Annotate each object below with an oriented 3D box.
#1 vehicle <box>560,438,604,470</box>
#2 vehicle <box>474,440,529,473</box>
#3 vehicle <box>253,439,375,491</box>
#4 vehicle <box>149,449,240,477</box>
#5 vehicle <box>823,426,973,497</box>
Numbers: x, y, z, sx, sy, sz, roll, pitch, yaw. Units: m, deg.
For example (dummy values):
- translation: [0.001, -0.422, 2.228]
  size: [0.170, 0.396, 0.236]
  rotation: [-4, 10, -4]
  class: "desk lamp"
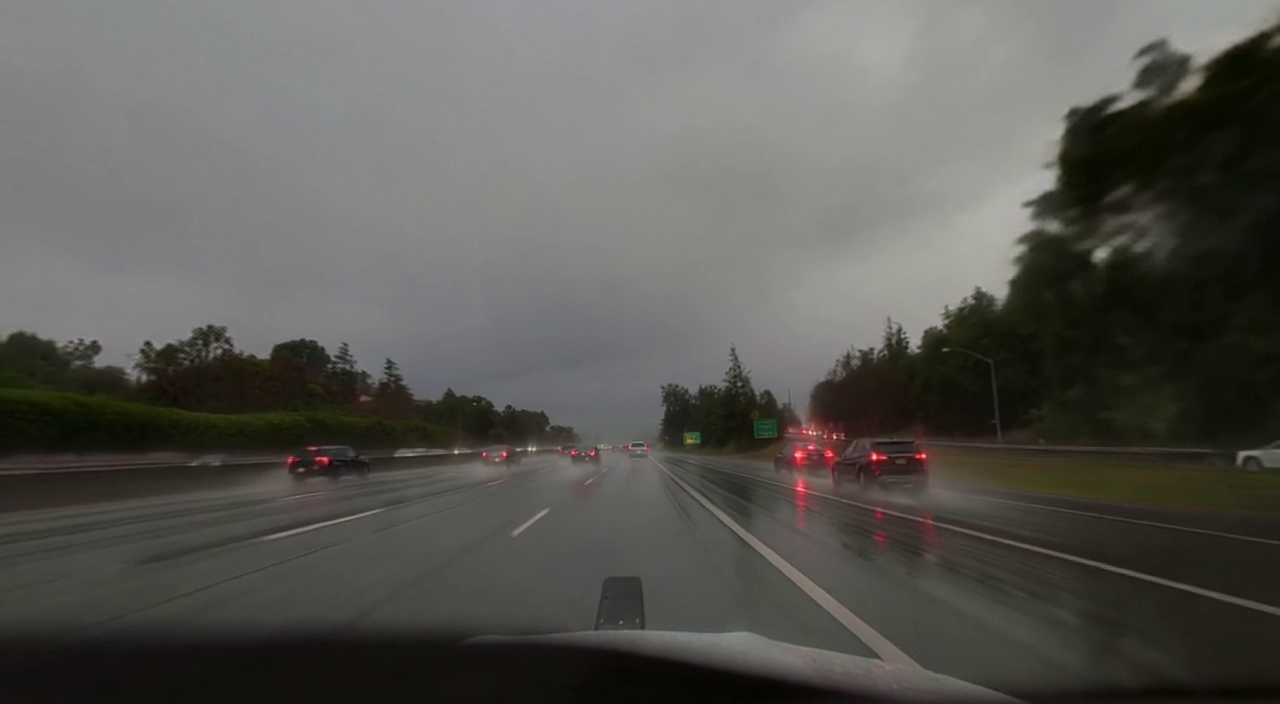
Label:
- translation: [-3.739, 6.692, 41.484]
  size: [2.288, 1.962, 5.119]
  rotation: [0, -9, 1]
  class: "vehicle"
- translation: [-7.779, 5.923, 35.832]
  size: [2.087, 1.755, 4.457]
  rotation: [0, -9, 0]
  class: "vehicle"
- translation: [-11.280, 3.940, 22.210]
  size: [1.958, 1.633, 4.302]
  rotation: [0, -9, 0]
  class: "vehicle"
- translation: [-33.085, 8.222, 47.059]
  size: [2.317, 1.870, 6.230]
  rotation: [0, -9, 0]
  class: "vehicle"
- translation: [7.369, 3.197, 18.708]
  size: [2.259, 1.816, 4.862]
  rotation: [0, -9, -2]
  class: "vehicle"
